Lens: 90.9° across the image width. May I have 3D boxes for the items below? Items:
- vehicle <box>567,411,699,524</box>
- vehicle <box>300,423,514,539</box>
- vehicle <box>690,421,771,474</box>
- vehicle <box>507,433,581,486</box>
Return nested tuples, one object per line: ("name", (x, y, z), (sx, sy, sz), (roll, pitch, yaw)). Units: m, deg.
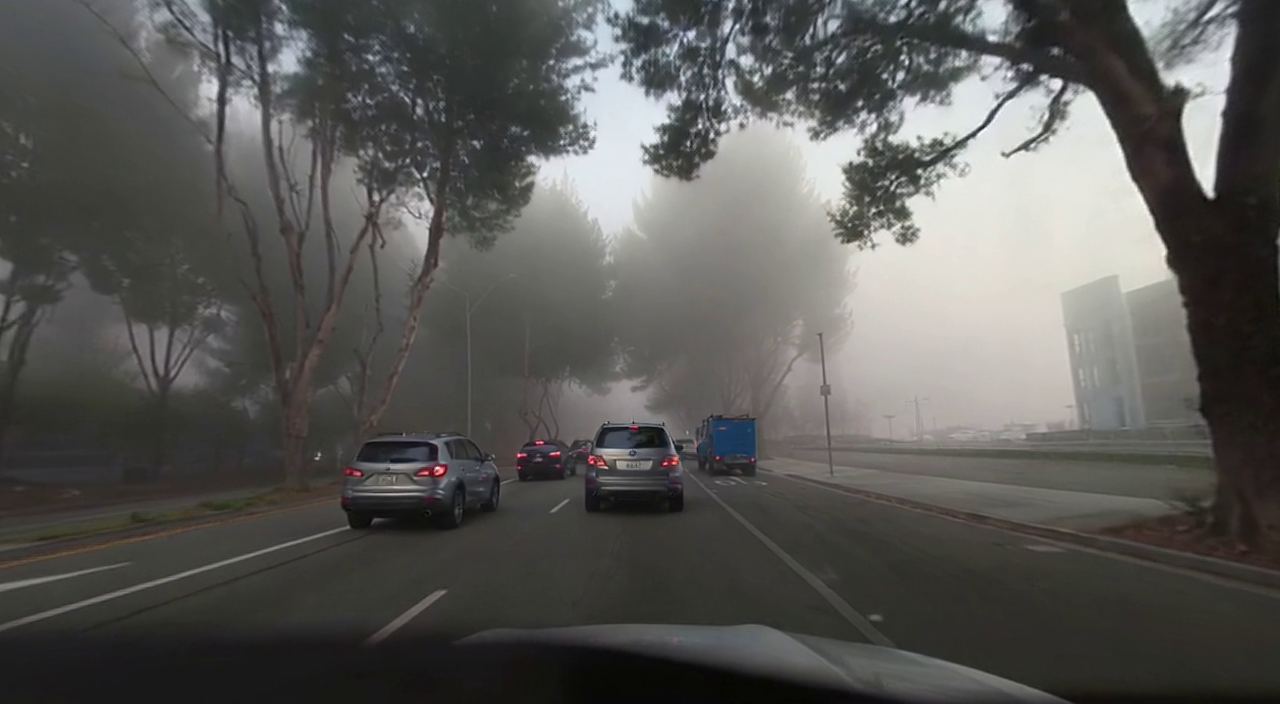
("vehicle", (-0.088, 2.127, 12.019), (2.075, 1.770, 4.018), (0, -8, 1))
("vehicle", (-3.747, 2.160, 11.224), (1.959, 1.614, 4.676), (0, -8, 1))
("vehicle", (3.750, 4.175, 27.576), (2.655, 2.054, 6.098), (0, -8, 0))
("vehicle", (-3.230, 3.700, 21.946), (1.894, 1.642, 3.861), (0, -8, 1))
